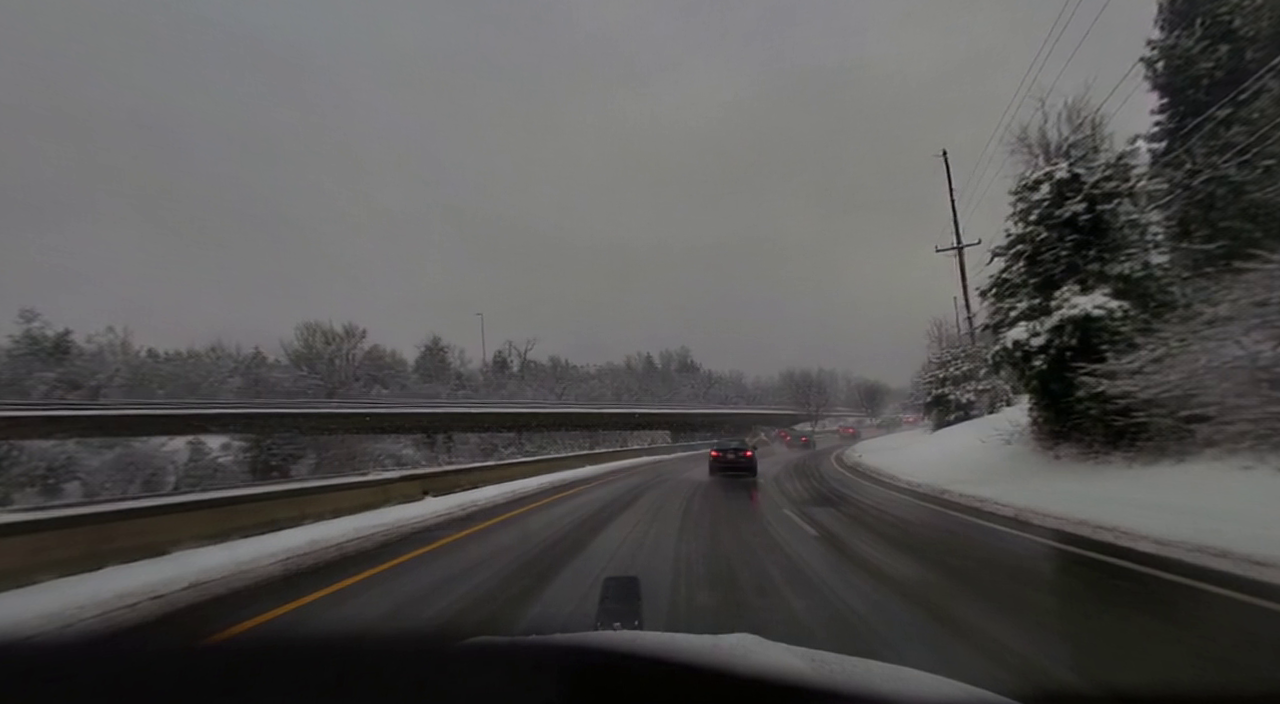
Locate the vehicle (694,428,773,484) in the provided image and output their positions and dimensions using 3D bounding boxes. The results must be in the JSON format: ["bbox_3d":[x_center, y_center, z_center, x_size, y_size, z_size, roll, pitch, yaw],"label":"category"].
[{"bbox_3d":[2.831,3.133,19.210,2.091,1.482,4.321,-1,-8,8],"label":"vehicle"}]

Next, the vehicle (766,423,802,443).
[{"bbox_3d":[11.431,6.458,49.771,1.931,1.485,4.191,-4,-9,24],"label":"vehicle"}]
